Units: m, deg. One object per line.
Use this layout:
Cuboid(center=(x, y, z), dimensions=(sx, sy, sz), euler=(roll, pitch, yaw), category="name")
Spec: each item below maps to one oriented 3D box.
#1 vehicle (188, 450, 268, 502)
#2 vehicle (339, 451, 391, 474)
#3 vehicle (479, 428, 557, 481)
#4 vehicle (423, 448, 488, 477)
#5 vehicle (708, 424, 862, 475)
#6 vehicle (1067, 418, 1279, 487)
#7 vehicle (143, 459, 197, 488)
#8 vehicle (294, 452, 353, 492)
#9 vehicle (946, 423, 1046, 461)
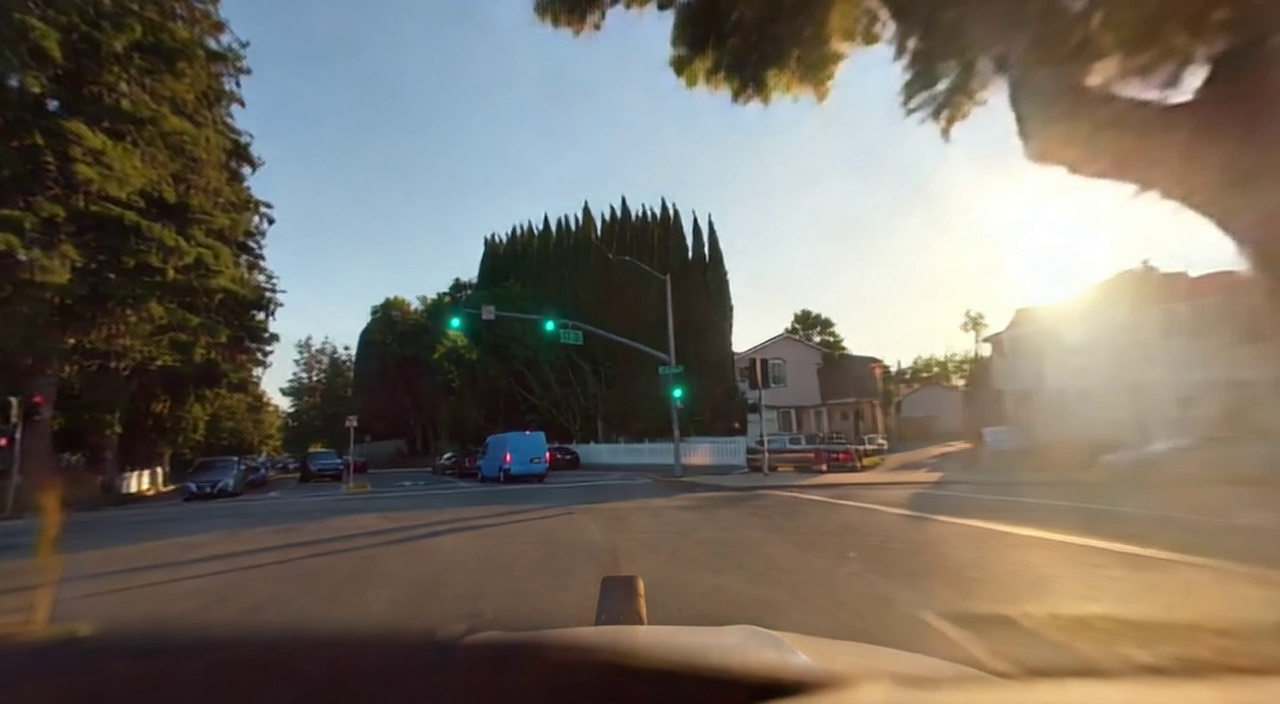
Cuboid(center=(-16.321, 4.860, 25.283), dimensions=(2.078, 1.783, 4.670), euler=(4, -9, -27), category="vehicle")
Cuboid(center=(-20.116, 8.025, 46.071), dimensions=(4.291, 1.493, 1.911), euler=(-8, -11, 44), category="vehicle")
Cuboid(center=(-5.501, 4.494, 27.990), dimensions=(2.213, 2.124, 4.809), euler=(4, -9, -25), category="vehicle")
Cuboid(center=(-10.331, 6.105, 35.170), dimensions=(2.008, 1.445, 4.386), euler=(6, -10, -36), category="vehicle")
Cuboid(center=(6.294, 4.300, 27.972), dimensions=(6.104, 2.026, 2.514), euler=(-7, -11, 39), category="vehicle")
Cuboid(center=(13.108, 2.351, 14.922), dimensions=(4.509, 1.481, 2.027), euler=(-3, -9, 16), category="vehicle")
Cuboid(center=(-30.980, 8.002, 41.575), dimensions=(4.290, 1.497, 2.093), euler=(-12, -10, 42), category="vehicle")
Cuboid(center=(-13.104, 4.896, 26.183), dimensions=(1.952, 1.461, 4.377), euler=(4, -9, -26), category="vehicle")
Cuboid(center=(18.731, 4.704, 33.274), dimensions=(4.268, 1.765, 1.989), euler=(-6, -6, 37), category="vehicle")
